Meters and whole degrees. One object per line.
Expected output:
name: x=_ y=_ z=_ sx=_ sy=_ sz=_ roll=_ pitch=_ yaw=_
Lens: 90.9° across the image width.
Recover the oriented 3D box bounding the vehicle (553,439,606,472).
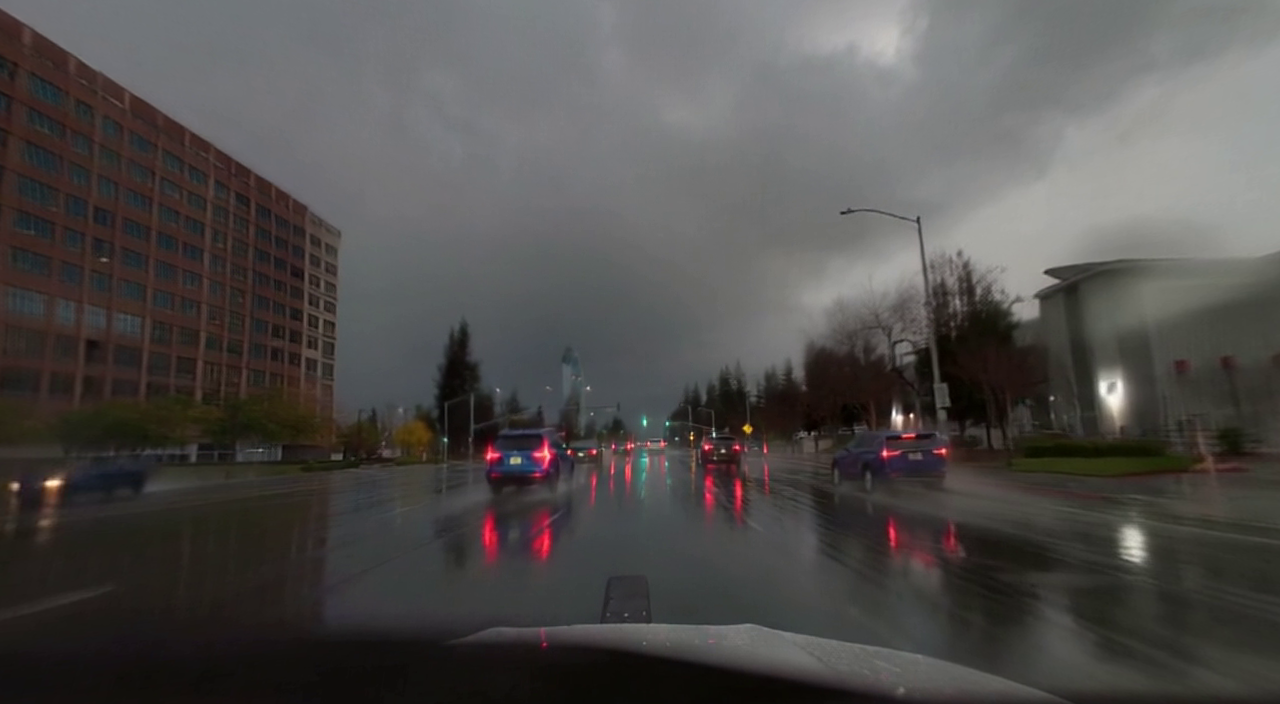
vehicle: x=-2.874 y=5.065 z=30.920 sx=2.036 sy=1.465 sz=4.301 roll=-1 pitch=-9 yaw=2

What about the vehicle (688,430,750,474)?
vehicle: x=3.492 y=4.540 z=28.676 sx=2.178 sy=1.804 sz=4.766 roll=0 pitch=-9 yaw=0

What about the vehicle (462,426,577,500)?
vehicle: x=-3.049 y=2.942 z=17.045 sx=2.141 sy=1.719 sz=4.379 roll=-1 pitch=-9 yaw=1

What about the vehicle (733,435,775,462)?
vehicle: x=7.911 y=6.738 z=44.134 sx=2.076 sy=1.793 sz=4.464 roll=0 pitch=-9 yaw=0

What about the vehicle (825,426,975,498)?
vehicle: x=6.782 y=2.932 z=17.129 sx=2.088 sy=1.666 sz=4.512 roll=0 pitch=-9 yaw=-1

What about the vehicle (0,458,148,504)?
vehicle: x=-22.977 y=5.192 z=25.774 sx=1.983 sy=1.494 sz=4.832 roll=-3 pitch=-9 yaw=-2
